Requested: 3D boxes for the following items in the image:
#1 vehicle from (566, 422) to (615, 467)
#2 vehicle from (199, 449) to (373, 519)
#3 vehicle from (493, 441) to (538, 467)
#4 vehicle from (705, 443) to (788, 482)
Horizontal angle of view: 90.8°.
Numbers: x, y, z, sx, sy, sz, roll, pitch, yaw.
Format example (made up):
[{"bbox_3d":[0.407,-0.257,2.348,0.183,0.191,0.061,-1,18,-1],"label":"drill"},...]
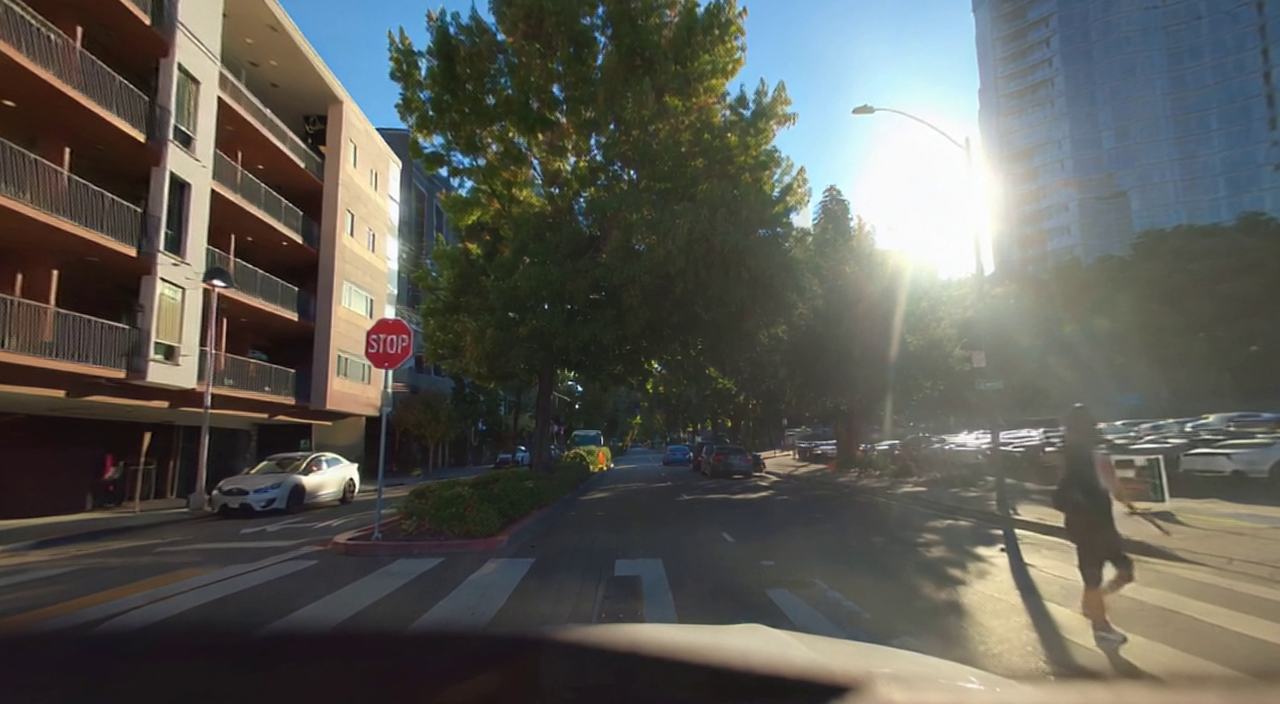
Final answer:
[{"bbox_3d":[-2.989,5.805,39.832,2.317,2.596,6.053,0,-8,3],"label":"vehicle"},{"bbox_3d":[-8.794,3.274,16.254,2.007,1.503,4.343,0,-8,-1],"label":"vehicle"},{"bbox_3d":[-8.870,7.288,45.290,2.256,1.802,4.333,0,-8,2],"label":"vehicle"},{"bbox_3d":[4.584,4.597,26.701,1.858,1.491,4.329,-5,-10,33],"label":"vehicle"}]
